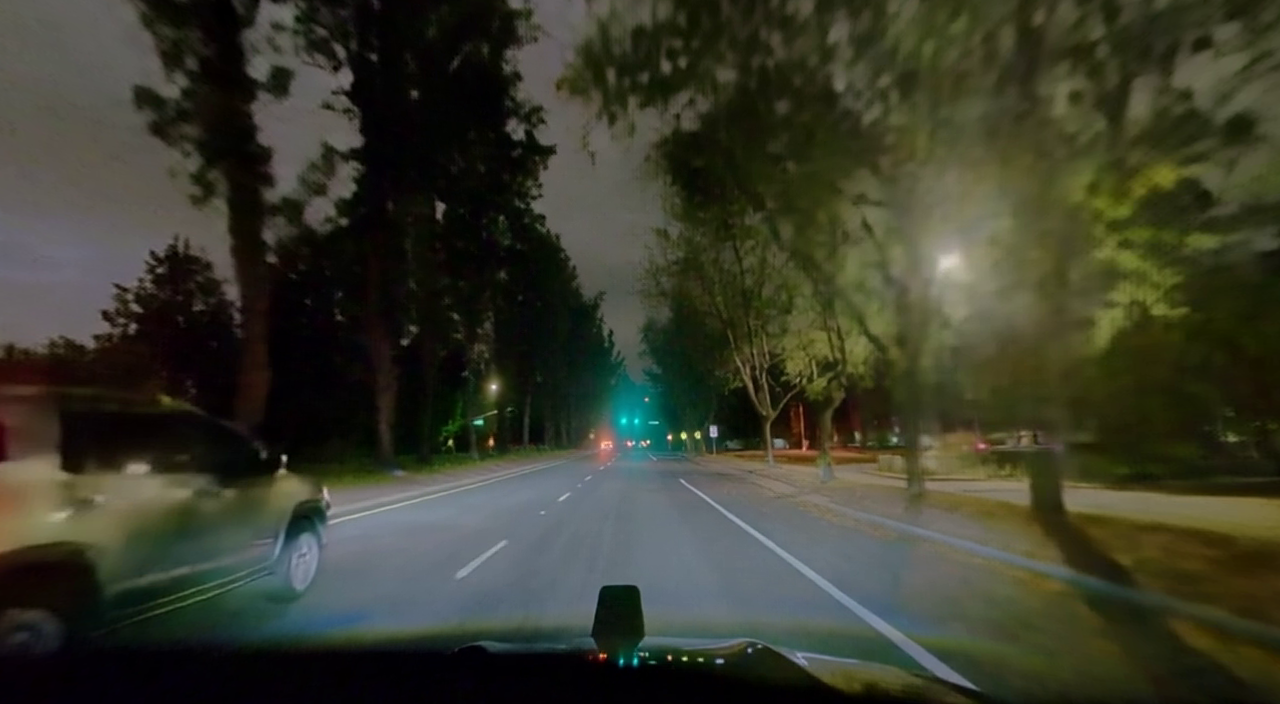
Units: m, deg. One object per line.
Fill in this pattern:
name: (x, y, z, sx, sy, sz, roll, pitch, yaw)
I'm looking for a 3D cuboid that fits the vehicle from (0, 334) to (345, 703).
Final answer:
vehicle: (-3.672, 0.983, 3.707, 2.018, 1.769, 3.897, 0, -8, -1)
